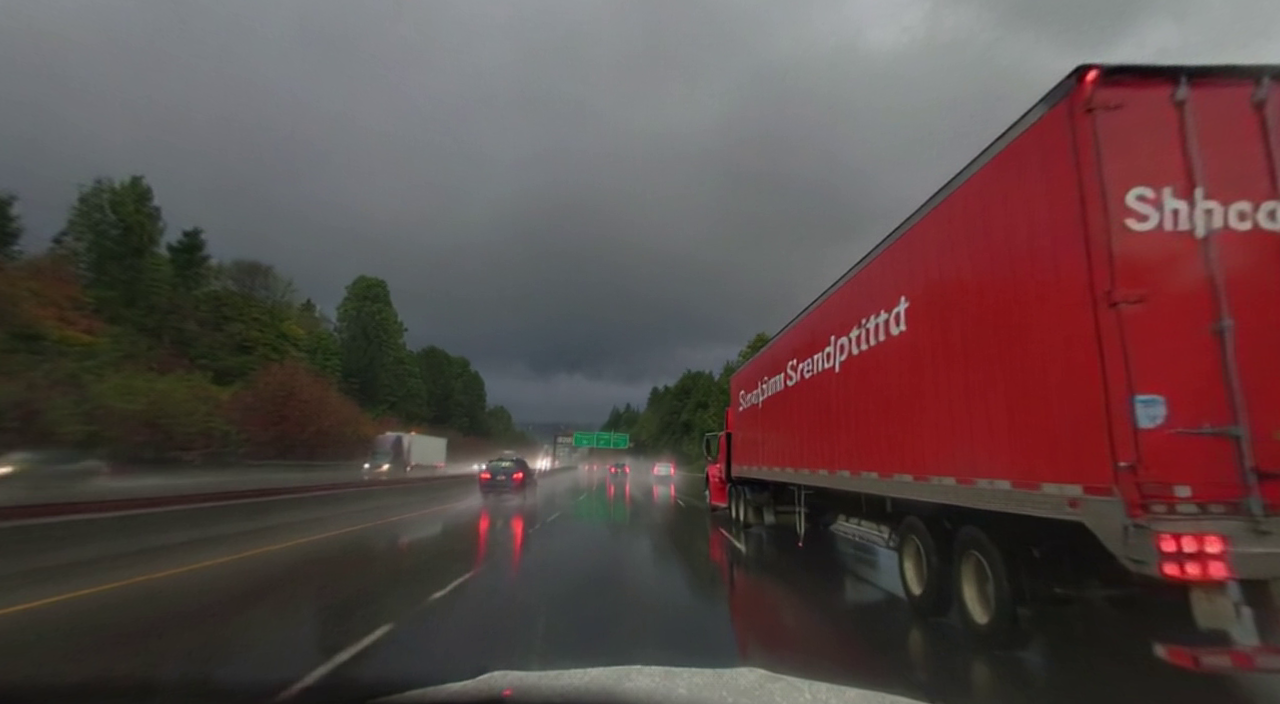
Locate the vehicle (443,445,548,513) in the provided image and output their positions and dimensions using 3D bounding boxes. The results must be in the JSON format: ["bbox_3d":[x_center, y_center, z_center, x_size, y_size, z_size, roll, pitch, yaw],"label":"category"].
[{"bbox_3d":[-4.208,3.825,19.214,2.070,1.775,4.646,1,-10,0],"label":"vehicle"}]

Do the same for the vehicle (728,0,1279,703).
[{"bbox_3d":[4.098,1.072,10.337,2.992,4.300,13.967,1,-10,-1],"label":"vehicle"}]
